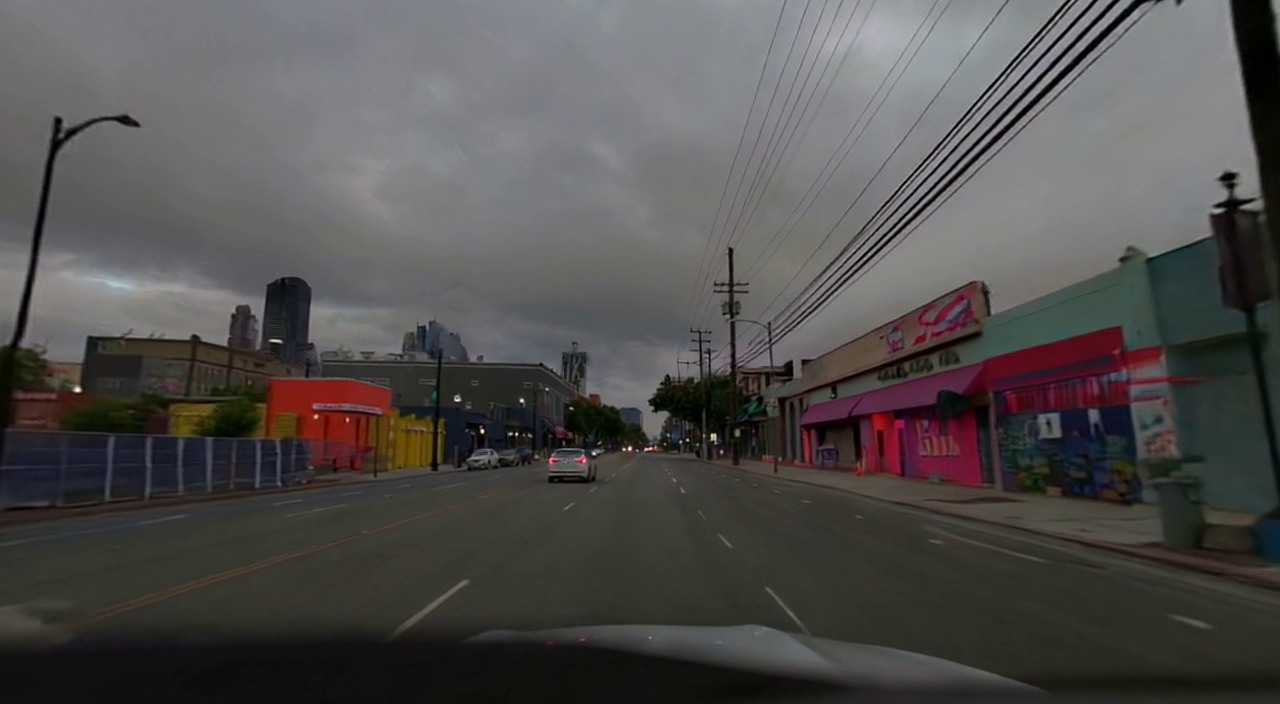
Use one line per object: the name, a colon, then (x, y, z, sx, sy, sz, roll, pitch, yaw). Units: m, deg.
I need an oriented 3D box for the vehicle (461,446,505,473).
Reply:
vehicle: (-11.572, 7.905, 46.636, 2.052, 1.898, 4.253, -1, -9, 1)

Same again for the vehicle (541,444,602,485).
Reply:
vehicle: (-2.826, 4.775, 27.059, 2.036, 1.589, 4.549, 0, -9, 1)
